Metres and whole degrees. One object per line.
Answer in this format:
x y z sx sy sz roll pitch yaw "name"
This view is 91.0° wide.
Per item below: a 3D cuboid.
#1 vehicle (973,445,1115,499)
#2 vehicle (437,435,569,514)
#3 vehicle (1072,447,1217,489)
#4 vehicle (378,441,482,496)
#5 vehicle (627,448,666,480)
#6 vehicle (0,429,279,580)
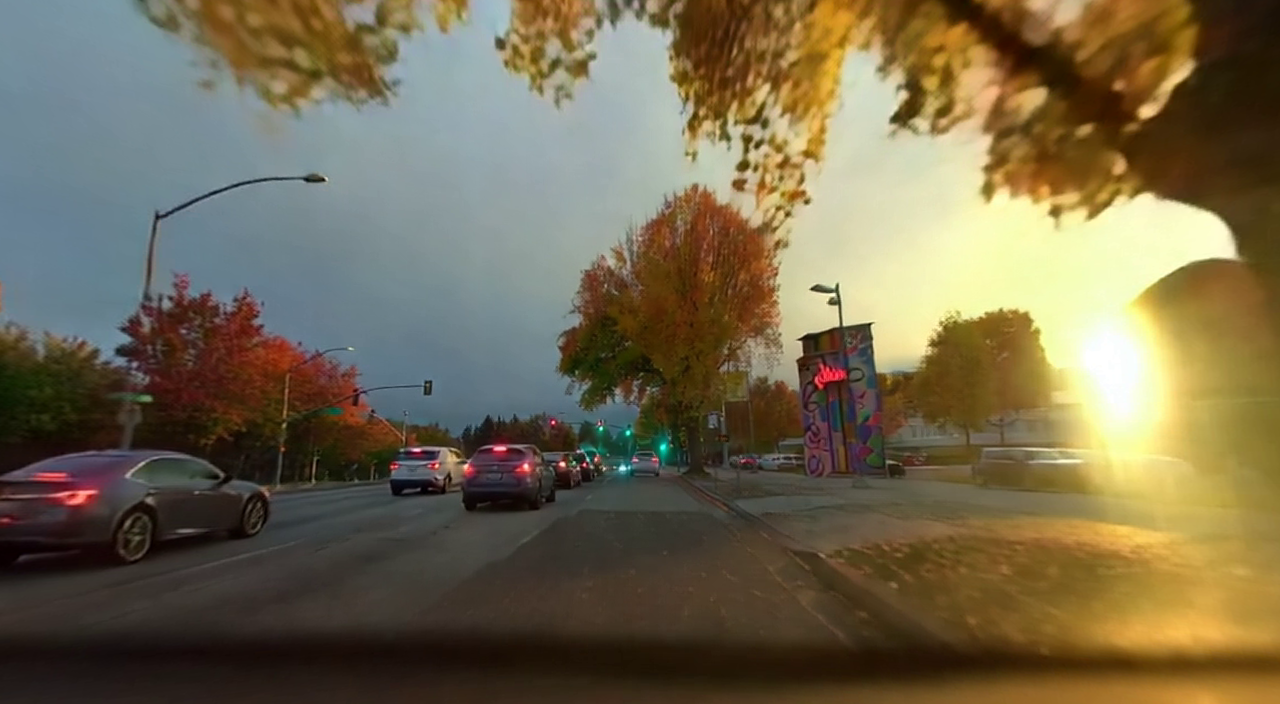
14.159 4.199 22.463 1.963 1.703 4.447 1 -9 -3 "vehicle"
-3.187 2.983 15.792 2.165 1.663 4.513 0 -9 1 "vehicle"
19.791 4.541 25.039 1.938 1.490 4.750 0 -9 2 "vehicle"
-7.295 4.086 22.482 2.069 1.719 4.441 0 -9 1 "vehicle"
0.389 6.394 36.314 2.144 1.704 4.028 0 -9 1 "vehicle"
-7.406 1.965 8.950 1.932 1.596 4.247 0 -9 1 "vehicle"
